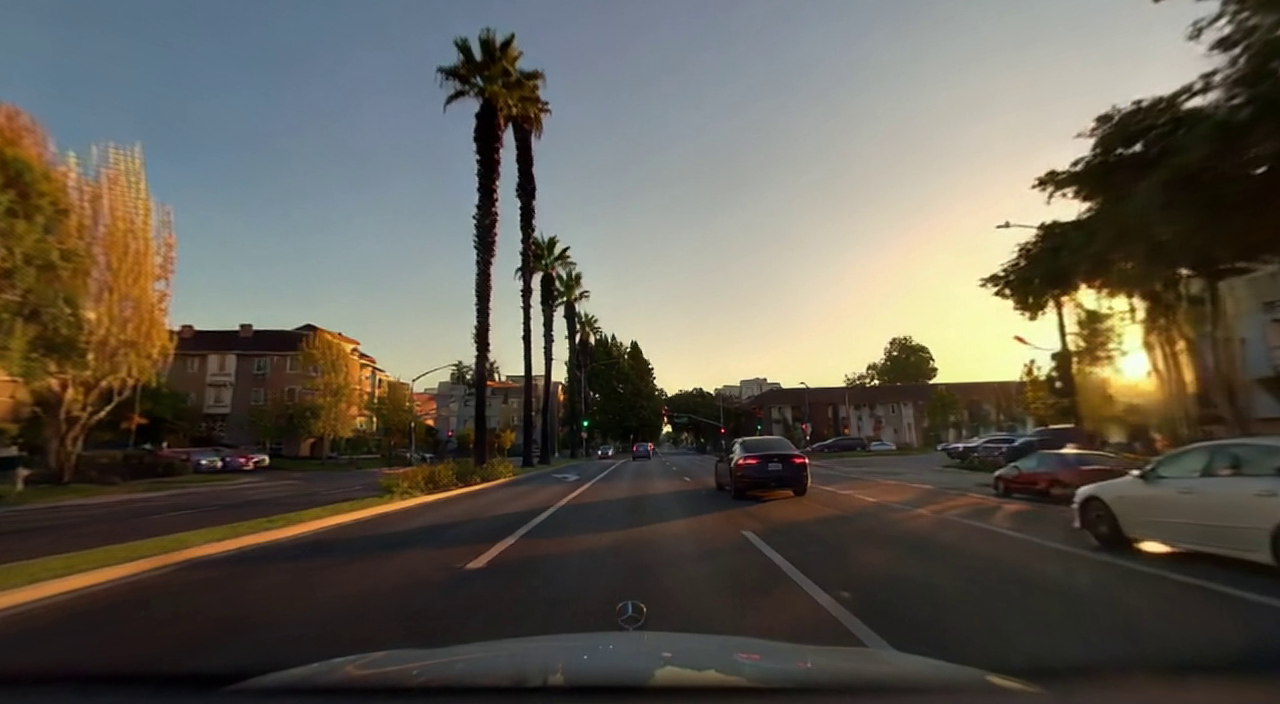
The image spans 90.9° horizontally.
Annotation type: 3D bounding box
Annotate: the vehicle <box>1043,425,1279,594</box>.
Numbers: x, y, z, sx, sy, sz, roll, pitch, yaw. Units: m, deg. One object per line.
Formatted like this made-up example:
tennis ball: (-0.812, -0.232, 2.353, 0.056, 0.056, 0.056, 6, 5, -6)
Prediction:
vehicle: (6.551, 1.507, 6.403, 1.890, 1.471, 4.566, 0, -9, 0)

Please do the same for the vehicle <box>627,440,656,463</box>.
vehicle: (0.139, 7.596, 48.235, 2.087, 1.709, 4.076, 0, -9, 1)

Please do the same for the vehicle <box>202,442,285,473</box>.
vehicle: (-25.706, 6.843, 41.150, 2.070, 1.856, 5.069, 0, -9, 0)

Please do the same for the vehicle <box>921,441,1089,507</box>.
vehicle: (10.113, 3.397, 18.035, 1.916, 1.548, 4.799, 2, -9, -1)

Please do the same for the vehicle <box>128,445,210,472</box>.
vehicle: (-30.773, 6.953, 41.395, 1.898, 1.692, 4.455, 0, -9, 0)

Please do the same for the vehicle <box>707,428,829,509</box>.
vehicle: (2.867, 2.731, 15.220, 2.009, 1.639, 4.267, 0, -9, 0)
